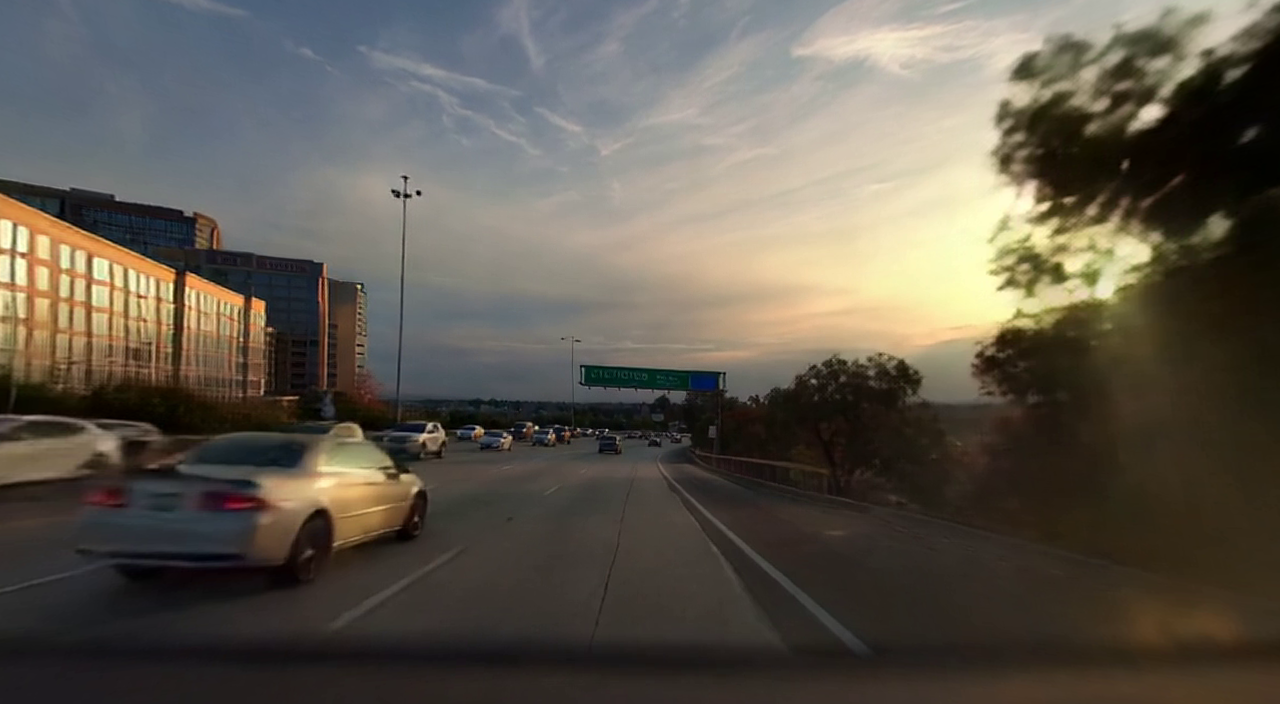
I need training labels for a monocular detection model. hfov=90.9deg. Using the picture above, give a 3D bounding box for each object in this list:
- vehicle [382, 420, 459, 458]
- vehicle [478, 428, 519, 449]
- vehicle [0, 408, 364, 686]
[{"bbox_3d":[-10.357,4.154,30.117,1.926,1.650,4.593,-1,-8,2],"label":"vehicle"},{"bbox_3d":[-10.352,6.402,46.435,1.893,1.443,4.334,-1,-8,2],"label":"vehicle"},{"bbox_3d":[-4.380,1.320,5.284,2.035,1.460,4.497,-1,-8,1],"label":"vehicle"}]
